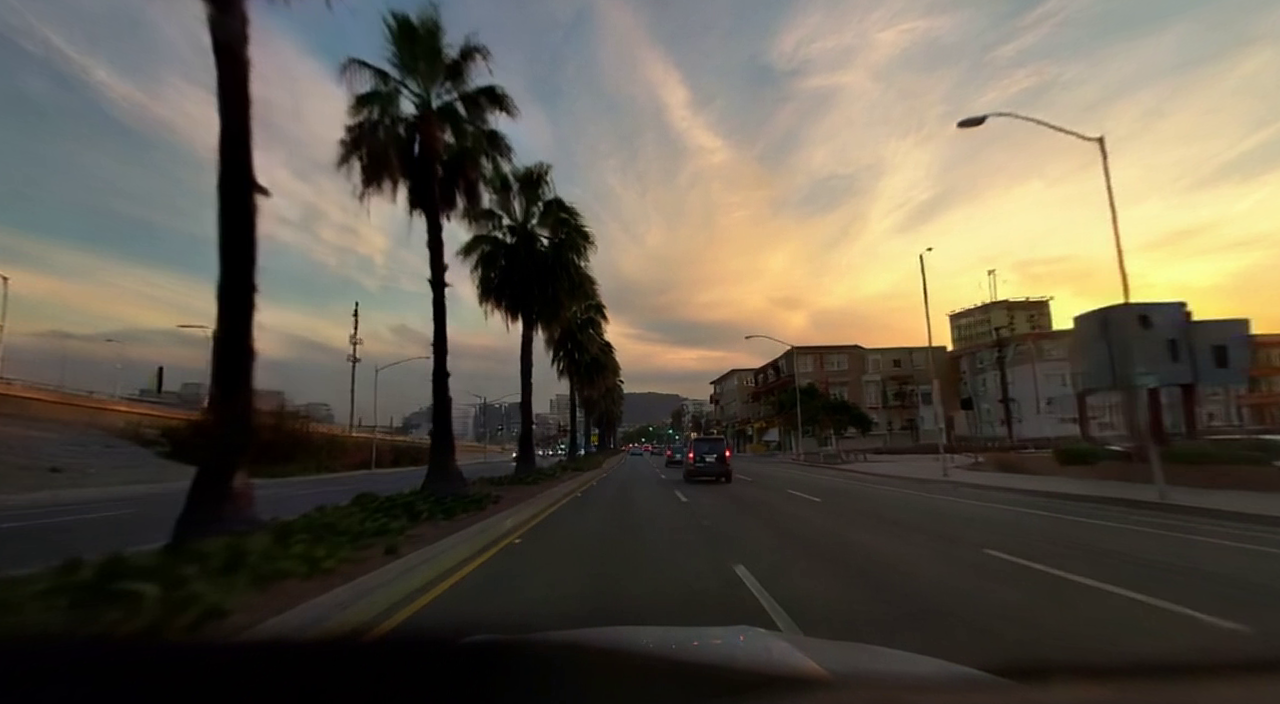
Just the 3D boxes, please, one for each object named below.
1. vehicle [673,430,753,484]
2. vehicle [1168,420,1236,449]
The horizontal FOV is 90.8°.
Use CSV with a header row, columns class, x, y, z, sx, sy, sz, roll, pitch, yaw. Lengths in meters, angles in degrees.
class,x,y,z,sx,sy,sz,roll,pitch,yaw
vehicle,2.890,4.390,26.568,2.559,2.017,5.562,0,-9,-1
vehicle,35.150,5.233,39.659,2.287,1.669,4.382,-6,-10,31
